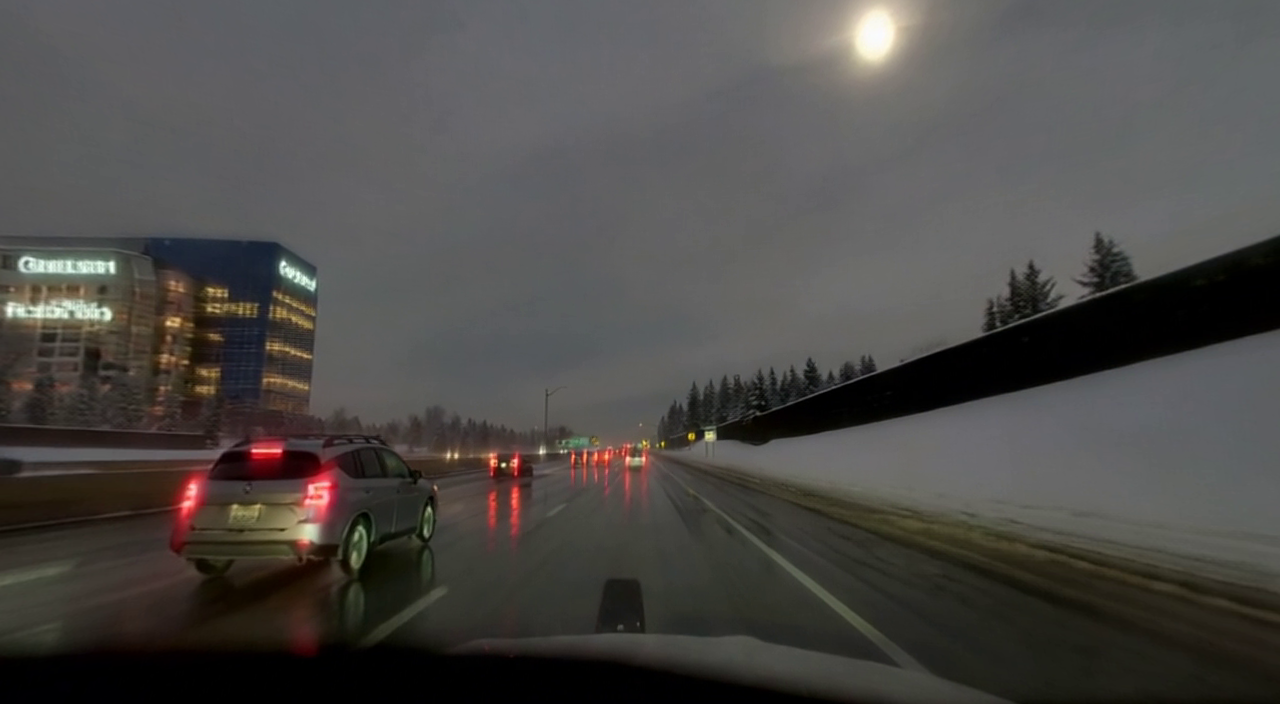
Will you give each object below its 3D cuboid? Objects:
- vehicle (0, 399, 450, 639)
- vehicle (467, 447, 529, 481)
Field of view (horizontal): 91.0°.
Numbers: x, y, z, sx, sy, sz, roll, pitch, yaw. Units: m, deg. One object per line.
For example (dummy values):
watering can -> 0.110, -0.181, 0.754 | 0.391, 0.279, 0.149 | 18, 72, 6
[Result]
vehicle -> -3.847, 1.560, 6.916 | 2.059, 1.725, 4.521 | 0, -9, 1
vehicle -> -7.177, 5.698, 32.376 | 1.998, 1.542, 4.953 | 0, -9, 1
